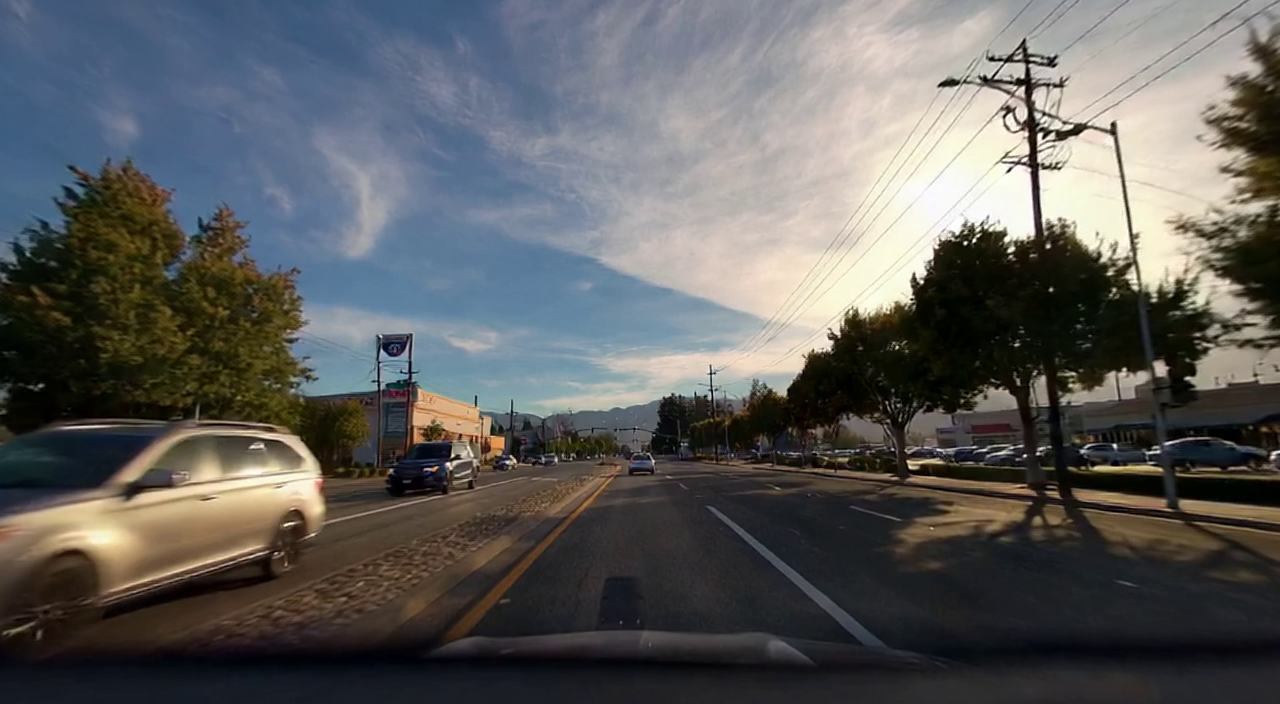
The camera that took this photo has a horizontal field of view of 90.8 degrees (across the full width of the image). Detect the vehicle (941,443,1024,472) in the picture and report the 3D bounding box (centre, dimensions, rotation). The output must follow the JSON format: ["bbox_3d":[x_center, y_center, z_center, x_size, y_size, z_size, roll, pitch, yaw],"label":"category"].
[{"bbox_3d":[20.986,6.420,38.717,4.558,1.657,2.149,4,-10,-27],"label":"vehicle"}]

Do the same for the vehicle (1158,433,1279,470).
[{"bbox_3d":[32.452,5.553,35.314,5.197,1.939,1.973,0,-9,0],"label":"vehicle"}]

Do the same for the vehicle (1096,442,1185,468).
[{"bbox_3d":[33.428,6.890,42.283,4.324,1.592,1.877,0,-9,-1],"label":"vehicle"}]

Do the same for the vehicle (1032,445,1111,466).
[{"bbox_3d":[32.232,7.719,47.216,4.458,1.529,1.937,0,-9,-1],"label":"vehicle"}]

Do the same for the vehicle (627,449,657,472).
[{"bbox_3d":[0.109,7.820,45.738,2.065,1.521,4.306,0,-9,-1],"label":"vehicle"}]

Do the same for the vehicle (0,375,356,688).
[{"bbox_3d":[-4.715,1.404,5.991,2.131,1.914,4.081,0,-9,-1],"label":"vehicle"}]

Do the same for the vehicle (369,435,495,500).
[{"bbox_3d":[-7.843,4.446,24.890,2.575,2.178,6.917,0,-9,0],"label":"vehicle"}]
